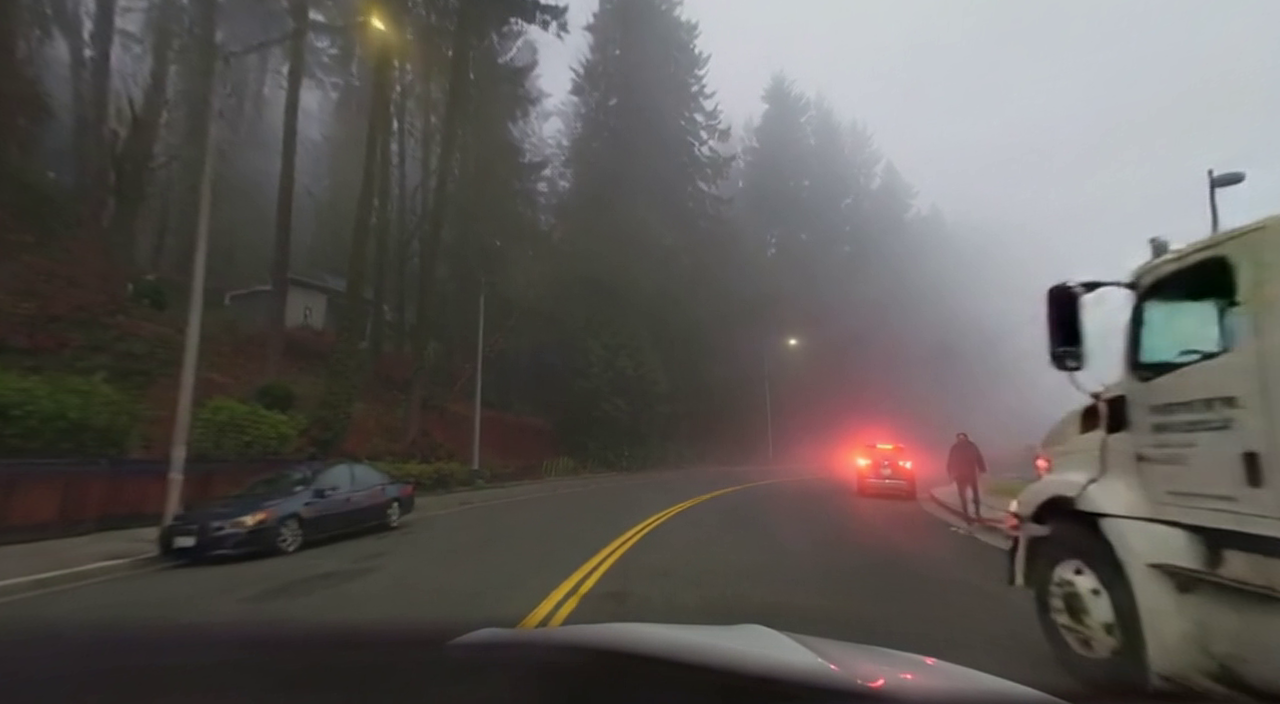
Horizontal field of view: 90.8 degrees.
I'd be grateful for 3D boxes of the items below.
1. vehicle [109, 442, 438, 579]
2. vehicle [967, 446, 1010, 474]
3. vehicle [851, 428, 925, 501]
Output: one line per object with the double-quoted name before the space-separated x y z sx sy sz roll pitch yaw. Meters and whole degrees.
"vehicle" -4.941 2.153 9.432 1.930 1.487 4.213 0 -9 9
"vehicle" 24.623 7.617 44.534 1.922 1.785 4.513 -6 -12 36
"vehicle" 8.438 3.830 21.751 2.043 2.250 3.024 -2 -9 17
